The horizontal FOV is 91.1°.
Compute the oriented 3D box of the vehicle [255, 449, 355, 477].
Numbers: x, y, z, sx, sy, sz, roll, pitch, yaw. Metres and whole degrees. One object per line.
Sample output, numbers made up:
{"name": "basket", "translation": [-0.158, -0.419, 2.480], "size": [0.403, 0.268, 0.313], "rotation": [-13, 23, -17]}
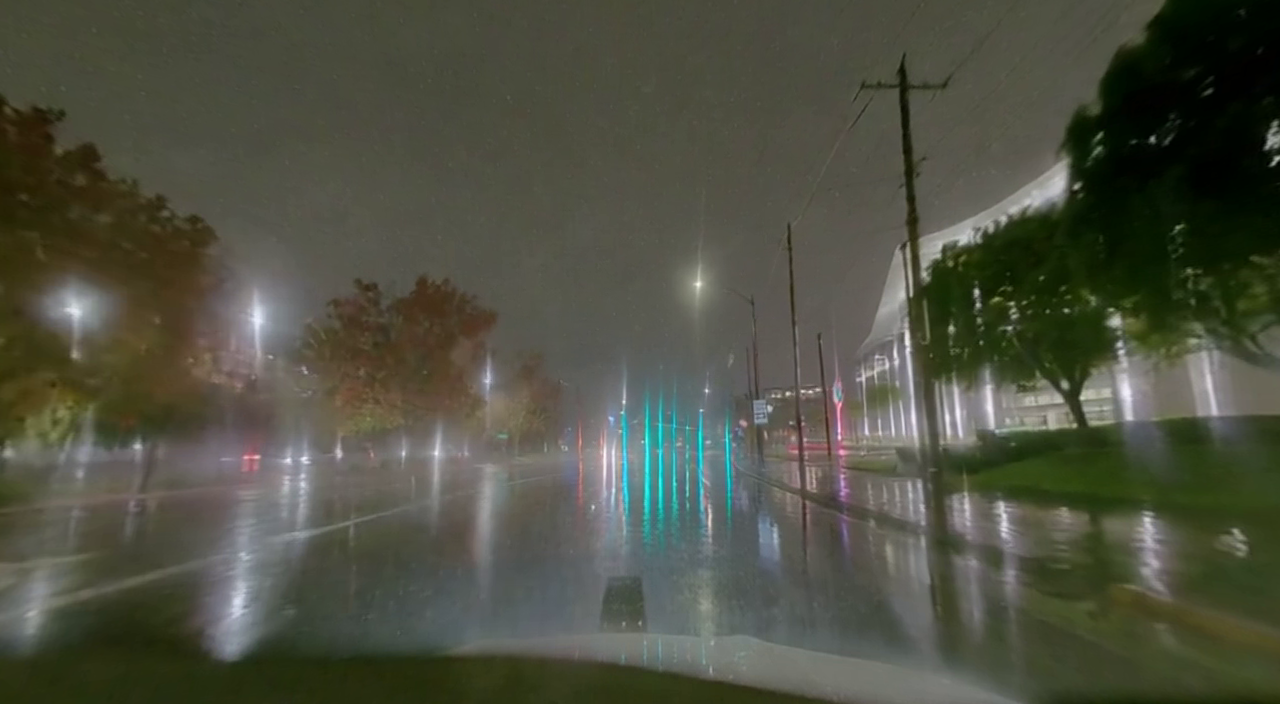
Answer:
{"name": "vehicle", "translation": [-19.712, 6.526, 37.034], "size": [4.783, 1.579, 2.157], "rotation": [-2, -9, 11]}
